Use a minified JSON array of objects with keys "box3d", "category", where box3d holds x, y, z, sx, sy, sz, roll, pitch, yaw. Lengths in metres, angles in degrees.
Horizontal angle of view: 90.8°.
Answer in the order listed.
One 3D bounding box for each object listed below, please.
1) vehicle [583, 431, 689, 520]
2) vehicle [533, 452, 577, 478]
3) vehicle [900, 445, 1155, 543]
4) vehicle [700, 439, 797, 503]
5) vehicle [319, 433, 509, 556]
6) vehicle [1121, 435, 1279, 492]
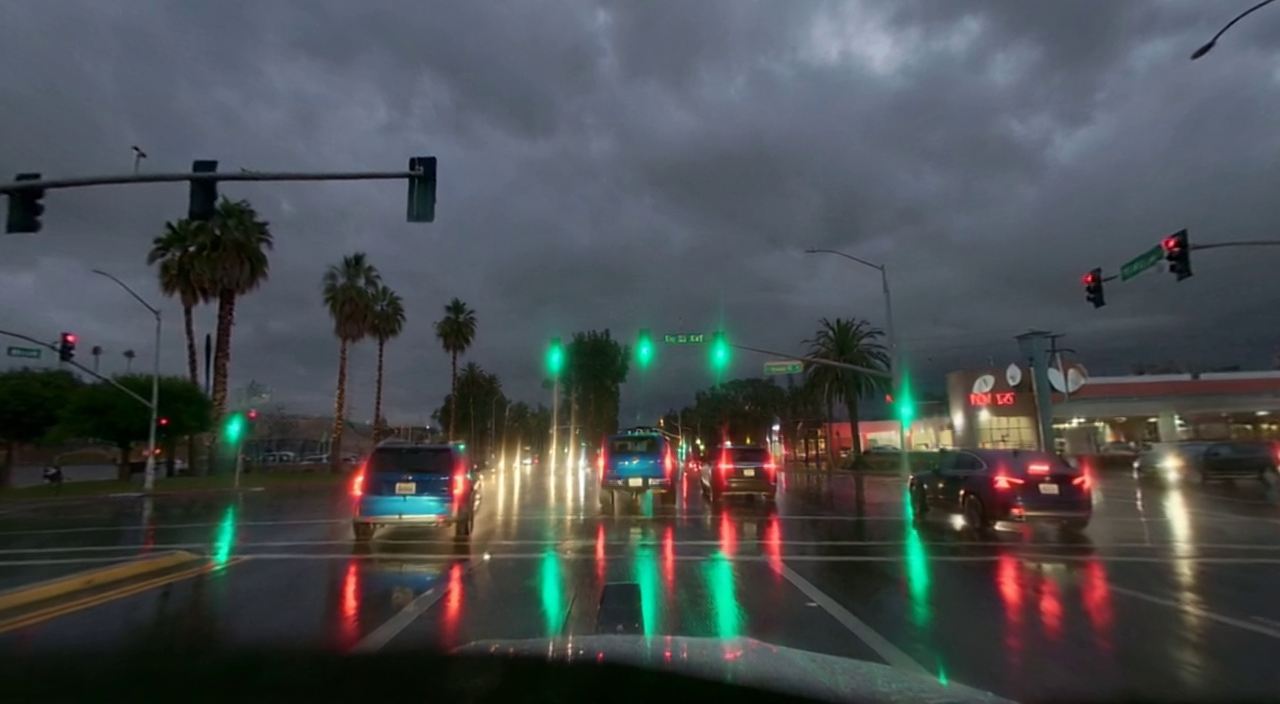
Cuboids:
[{"box3d":[-0.142,2.820,14.958,2.151,1.787,4.109,0,-9,-2],"category":"vehicle"},{"box3d":[-5.109,6.839,38.450,2.030,1.441,4.324,-1,-9,1],"category":"vehicle"},{"box3d":[6.789,2.485,11.791,1.944,1.447,4.309,0,-9,-1],"category":"vehicle"},{"box3d":[3.179,3.595,19.537,2.112,1.710,4.234,0,-9,-2],"category":"vehicle"},{"box3d":[-3.582,2.307,11.044,2.201,1.644,4.465,1,-9,-8],"category":"vehicle"},{"box3d":[19.876,3.772,21.590,5.053,1.787,2.168,0,-9,-1],"category":"vehicle"}]
